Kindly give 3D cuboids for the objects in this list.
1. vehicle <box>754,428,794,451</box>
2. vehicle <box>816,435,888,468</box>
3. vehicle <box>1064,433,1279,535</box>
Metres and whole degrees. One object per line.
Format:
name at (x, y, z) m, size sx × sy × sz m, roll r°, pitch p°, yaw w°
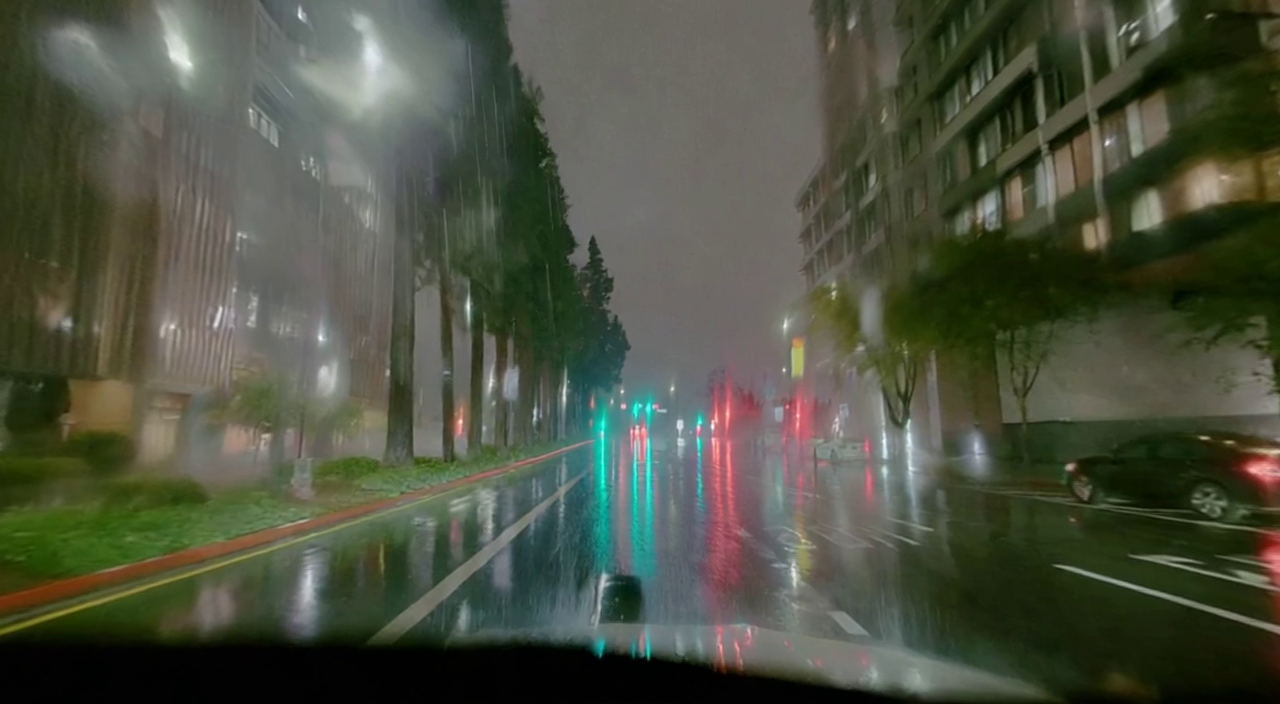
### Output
vehicle at (10.317, 6.841, 49.066) m, size 1.947 × 1.716 × 4.861 m, roll 0°, pitch -9°, yaw -1°
vehicle at (10.595, 5.005, 31.881) m, size 1.927 × 1.489 × 4.532 m, roll 0°, pitch -9°, yaw -2°
vehicle at (10.544, 2.323, 11.761) m, size 1.911 × 1.533 × 4.670 m, roll 0°, pitch -9°, yaw -2°
